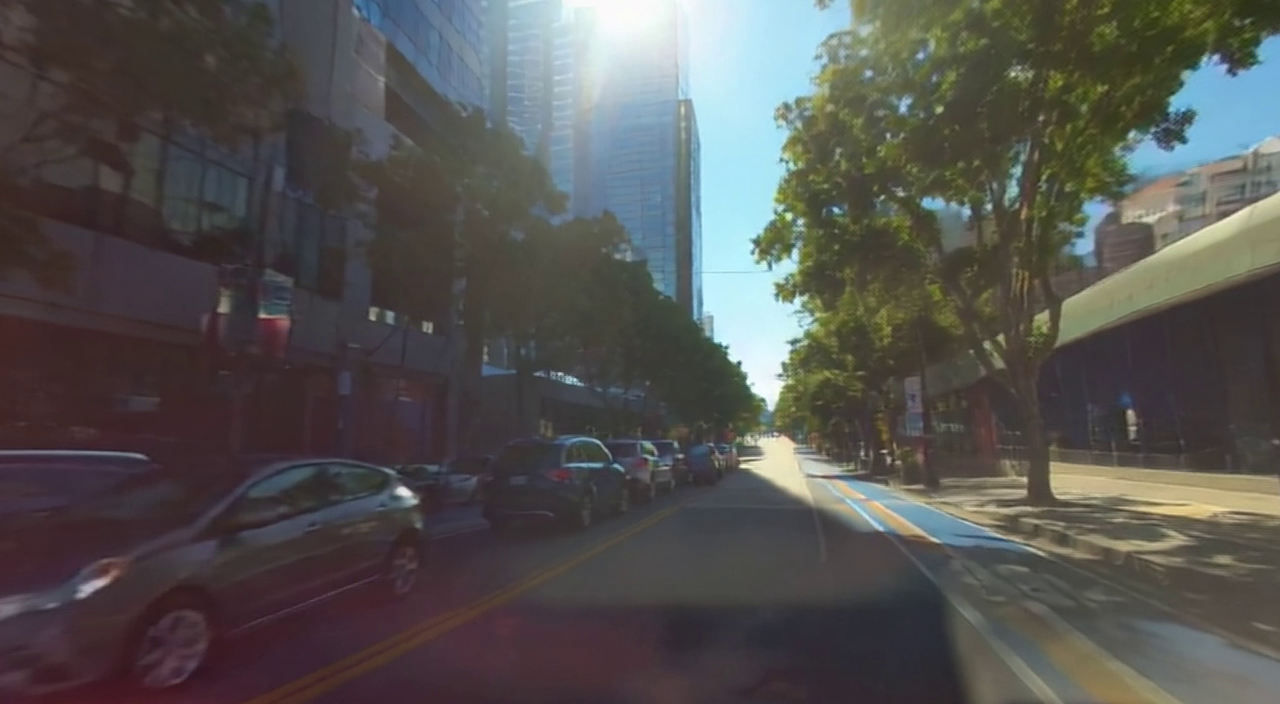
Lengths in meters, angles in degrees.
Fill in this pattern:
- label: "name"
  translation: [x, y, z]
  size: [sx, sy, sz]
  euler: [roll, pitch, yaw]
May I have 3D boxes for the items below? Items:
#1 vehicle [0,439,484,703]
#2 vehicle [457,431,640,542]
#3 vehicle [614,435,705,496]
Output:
- label: "vehicle"
  translation: [-3.391, 1.527, 5.152]
  size: [2.017, 1.558, 4.888]
  euler: [-2, -9, 14]
- label: "vehicle"
  translation: [-1.585, 2.601, 12.983]
  size: [2.173, 1.814, 4.573]
  euler: [-2, -9, 13]
- label: "vehicle"
  translation: [0.813, 3.848, 21.794]
  size: [2.225, 1.848, 4.472]
  euler: [-2, -9, 14]
